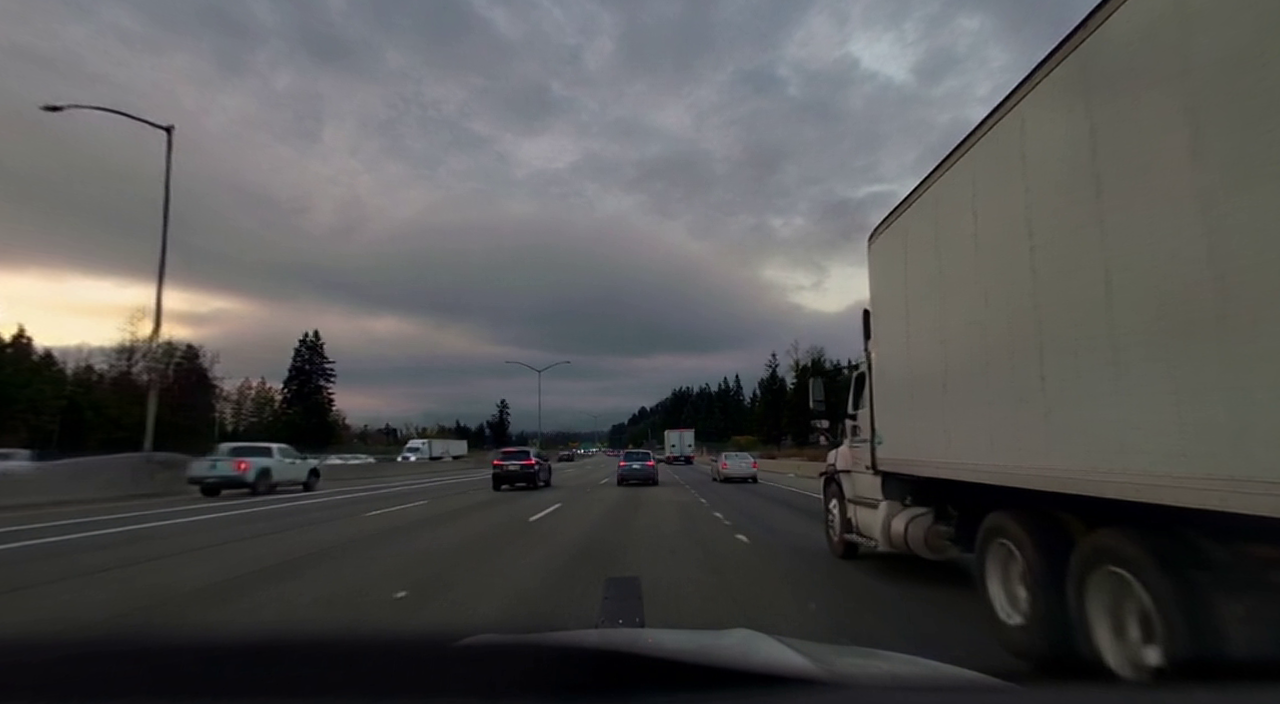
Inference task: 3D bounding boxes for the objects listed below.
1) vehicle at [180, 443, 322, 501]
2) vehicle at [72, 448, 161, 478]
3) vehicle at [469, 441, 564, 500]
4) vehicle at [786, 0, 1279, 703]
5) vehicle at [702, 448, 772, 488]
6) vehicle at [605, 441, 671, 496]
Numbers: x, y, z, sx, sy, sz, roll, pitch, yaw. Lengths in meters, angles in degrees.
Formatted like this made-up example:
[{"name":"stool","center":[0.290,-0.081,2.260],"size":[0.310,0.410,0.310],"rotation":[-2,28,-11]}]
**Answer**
[{"name":"vehicle","center":[-13.224,4.068,21.886],"size":[1.946,1.773,4.446],"rotation":[-1,-9,2]},{"name":"vehicle","center":[-30.514,6.448,36.987],"size":[1.846,1.600,3.759],"rotation":[0,-9,2]},{"name":"vehicle","center":[-3.853,3.777,20.602],"size":[1.988,1.696,4.754],"rotation":[-1,-9,2]},{"name":"vehicle","center":[3.717,0.379,5.005],"size":[2.836,3.508,8.723],"rotation":[0,-9,-1]},{"name":"vehicle","center":[4.013,4.872,26.929],"size":[2.146,1.482,4.665],"rotation":[0,-9,-1]},{"name":"vehicle","center":[-0.036,4.020,22.246],"size":[2.103,1.717,4.399],"rotation":[0,-9,1]}]
